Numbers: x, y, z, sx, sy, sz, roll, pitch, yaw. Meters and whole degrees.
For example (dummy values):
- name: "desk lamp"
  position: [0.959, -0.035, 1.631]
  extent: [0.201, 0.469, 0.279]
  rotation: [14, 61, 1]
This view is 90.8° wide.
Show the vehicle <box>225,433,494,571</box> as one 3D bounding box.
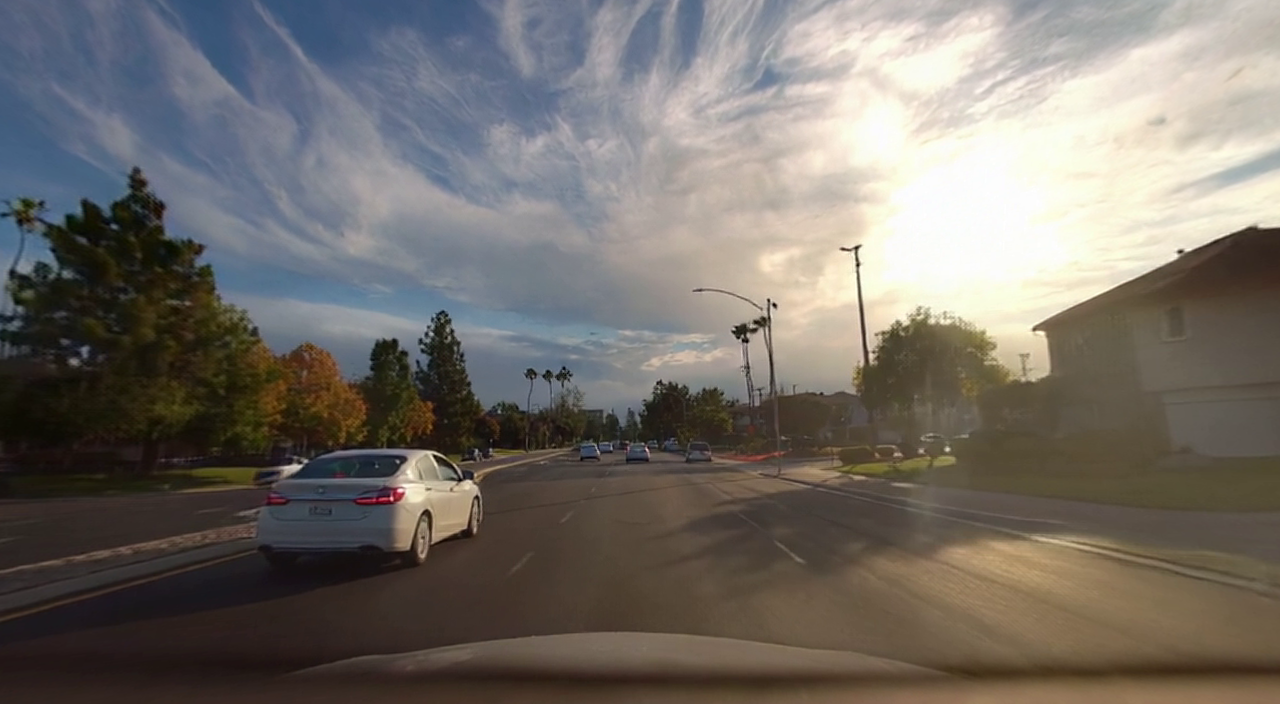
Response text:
- name: "vehicle"
  position: [-3.534, 1.945, 9.094]
  extent: [1.844, 1.451, 4.543]
  rotation: [0, -8, -1]

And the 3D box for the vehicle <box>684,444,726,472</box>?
- name: "vehicle"
  position: [3.609, 5.993, 35.975]
  extent: [1.830, 1.451, 4.009]
  rotation: [0, -8, -2]

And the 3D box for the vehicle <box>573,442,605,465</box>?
- name: "vehicle"
  position: [-3.563, 7.150, 44.599]
  extent: [2.000, 1.569, 3.794]
  rotation: [0, -8, -1]

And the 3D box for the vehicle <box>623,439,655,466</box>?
- name: "vehicle"
  position: [-0.108, 6.776, 42.763]
  extent: [2.043, 1.734, 4.253]
  rotation: [0, -8, -1]
